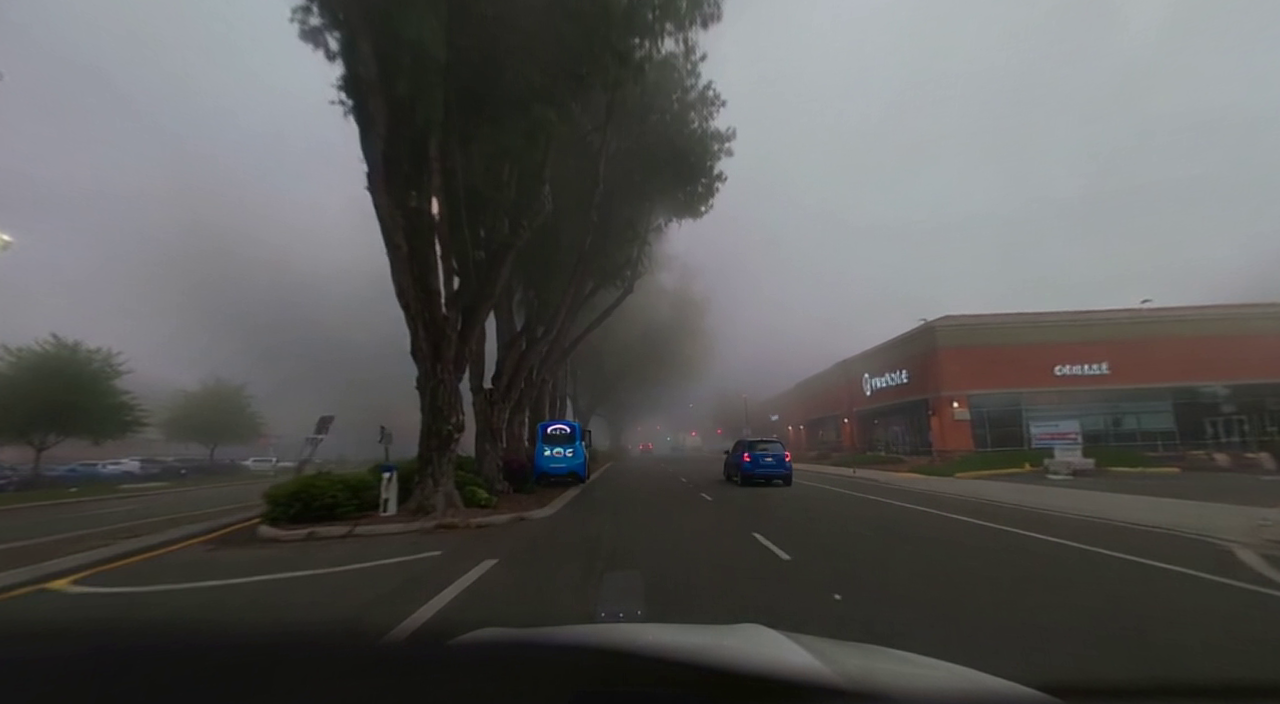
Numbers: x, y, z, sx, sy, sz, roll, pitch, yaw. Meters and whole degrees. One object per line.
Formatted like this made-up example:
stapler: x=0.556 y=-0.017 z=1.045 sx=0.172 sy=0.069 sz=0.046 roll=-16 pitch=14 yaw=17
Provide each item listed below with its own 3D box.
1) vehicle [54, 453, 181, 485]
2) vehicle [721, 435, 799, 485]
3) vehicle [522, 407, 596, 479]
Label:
vehicle: x=-31.915 y=7.149 z=38.881 sx=5.692 sy=1.725 sz=2.144 roll=5 pitch=-10 yaw=-33
vehicle: x=4.207 y=3.871 z=22.909 sx=1.869 sy=1.646 sz=4.166 roll=0 pitch=-9 yaw=-2
vehicle: x=-3.354 y=3.973 z=27.610 sx=2.443 sy=2.784 sz=5.862 roll=0 pitch=-9 yaw=0
